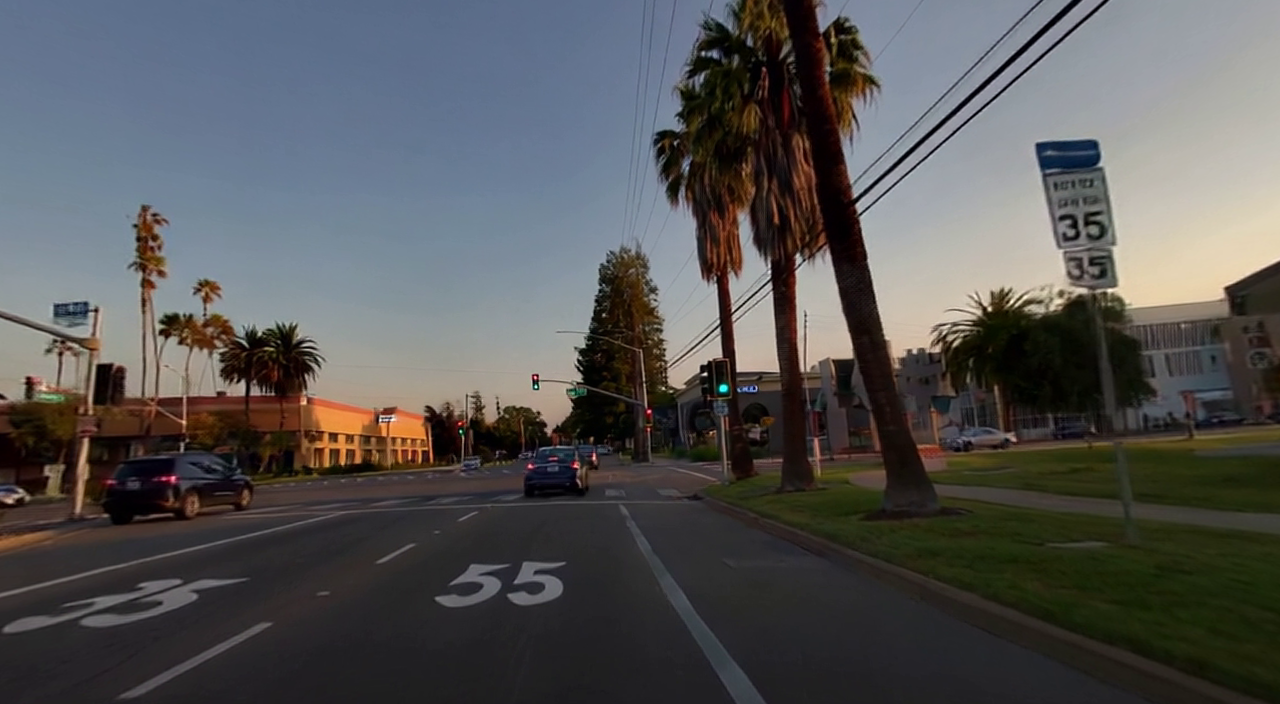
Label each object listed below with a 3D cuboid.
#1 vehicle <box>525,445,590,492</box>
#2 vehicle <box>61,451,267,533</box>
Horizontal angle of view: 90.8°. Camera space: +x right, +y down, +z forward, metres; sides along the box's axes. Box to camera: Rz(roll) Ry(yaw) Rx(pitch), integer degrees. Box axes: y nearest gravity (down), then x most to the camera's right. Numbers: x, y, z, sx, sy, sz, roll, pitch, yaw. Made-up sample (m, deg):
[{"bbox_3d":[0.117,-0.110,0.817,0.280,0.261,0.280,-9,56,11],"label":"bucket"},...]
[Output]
[{"bbox_3d":[-2.851,4.105,22.618,2.063,1.474,4.334,0,-9,-5],"label":"vehicle"},{"bbox_3d":[-12.307,3.585,16.875,2.050,1.811,4.752,0,-9,-5],"label":"vehicle"}]
